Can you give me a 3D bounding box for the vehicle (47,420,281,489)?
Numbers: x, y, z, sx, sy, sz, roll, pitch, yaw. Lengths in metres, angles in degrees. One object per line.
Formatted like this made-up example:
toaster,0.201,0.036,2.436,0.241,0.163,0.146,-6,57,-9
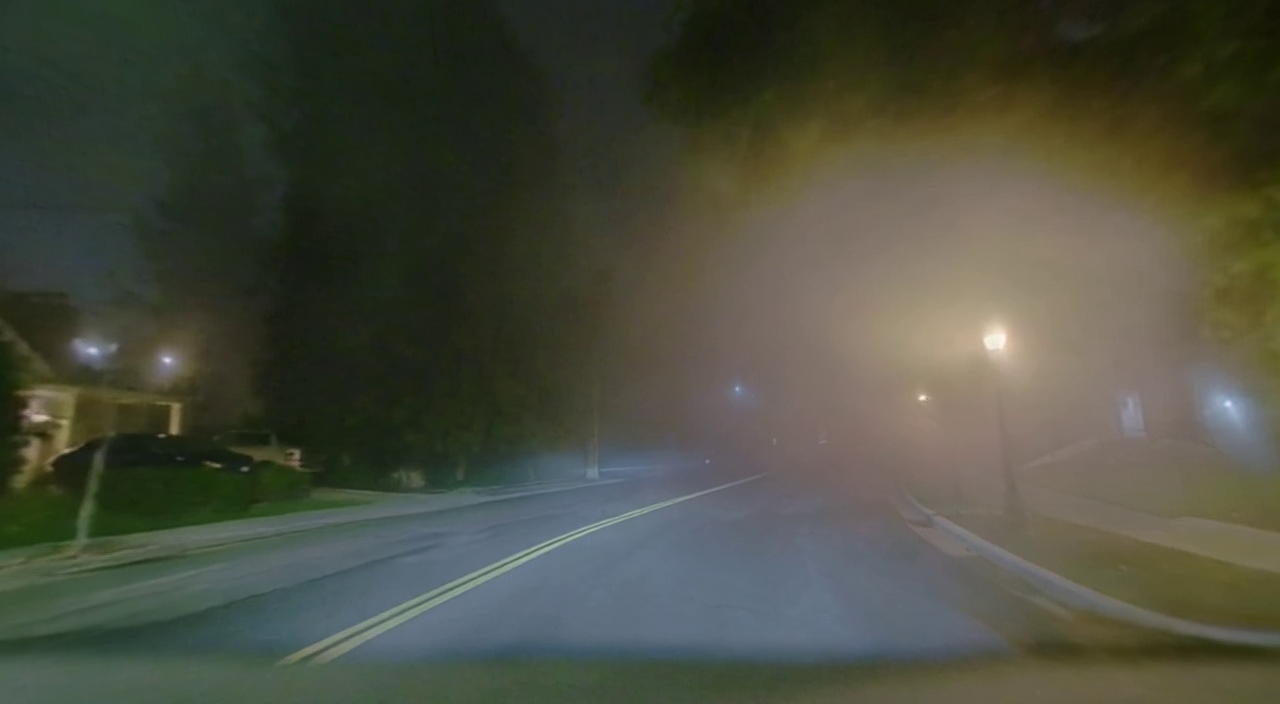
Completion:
vehicle,-12.653,2.833,17.191,4.485,1.663,2.111,4,-10,-17
